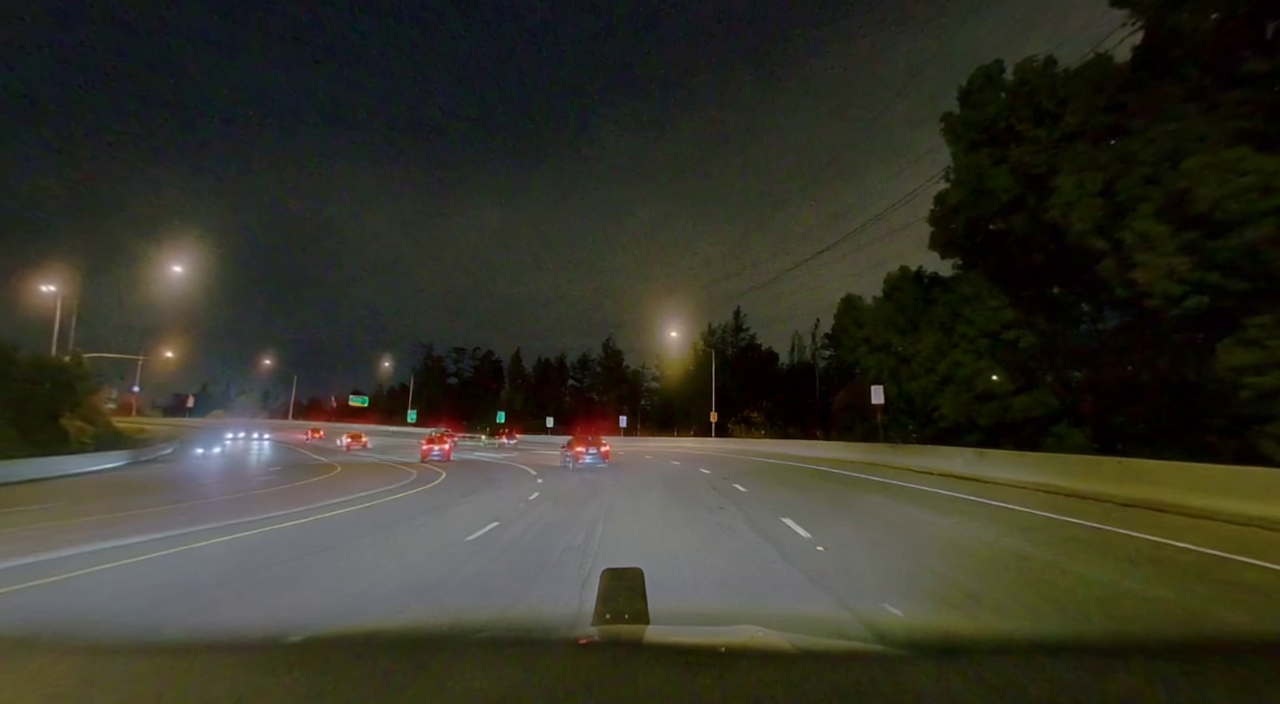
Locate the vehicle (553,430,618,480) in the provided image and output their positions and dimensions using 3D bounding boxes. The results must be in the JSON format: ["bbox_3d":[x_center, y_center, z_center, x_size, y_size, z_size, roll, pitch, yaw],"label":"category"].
[{"bbox_3d":[-2.213,3.933,24.359,2.140,1.724,4.304,1,-9,-10],"label":"vehicle"}]

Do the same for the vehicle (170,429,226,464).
[{"bbox_3d":[-26.139,5.573,37.235,2.239,1.922,5.001,7,-11,-38],"label":"vehicle"}]
